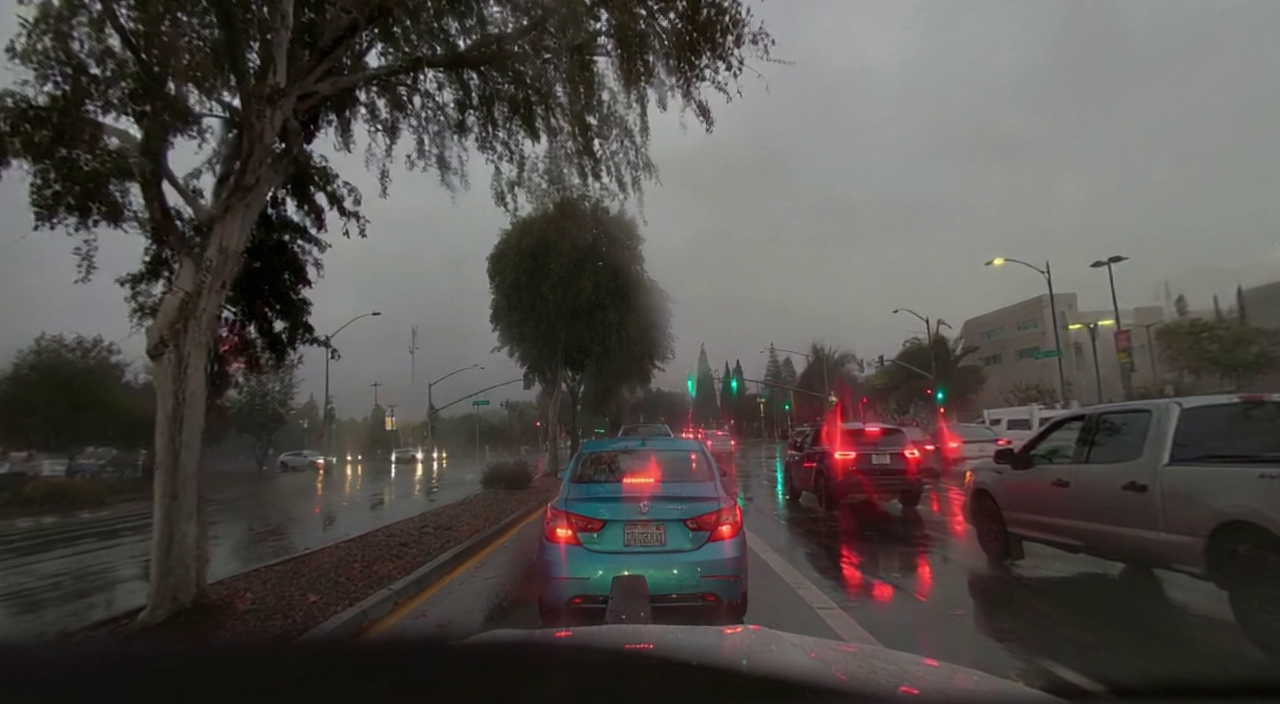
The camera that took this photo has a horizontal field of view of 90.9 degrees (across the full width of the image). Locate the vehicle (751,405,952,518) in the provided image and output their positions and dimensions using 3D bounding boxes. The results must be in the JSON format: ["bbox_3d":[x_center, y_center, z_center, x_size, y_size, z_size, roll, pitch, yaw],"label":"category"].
[{"bbox_3d":[4.184,2.322,13.856,2.319,1.930,5.651,0,-8,-1],"label":"vehicle"}]

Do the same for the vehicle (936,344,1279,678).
[{"bbox_3d":[4.509,1.095,5.033,2.019,1.803,4.634,0,-8,0],"label":"vehicle"}]

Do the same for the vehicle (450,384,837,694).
[{"bbox_3d":[-0.014,1.312,5.521,2.116,1.677,3.948,0,-8,-1],"label":"vehicle"}]

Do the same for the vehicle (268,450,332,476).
[{"bbox_3d":[-24.069,7.833,44.852,1.798,1.706,4.385,-1,-8,6],"label":"vehicle"}]
